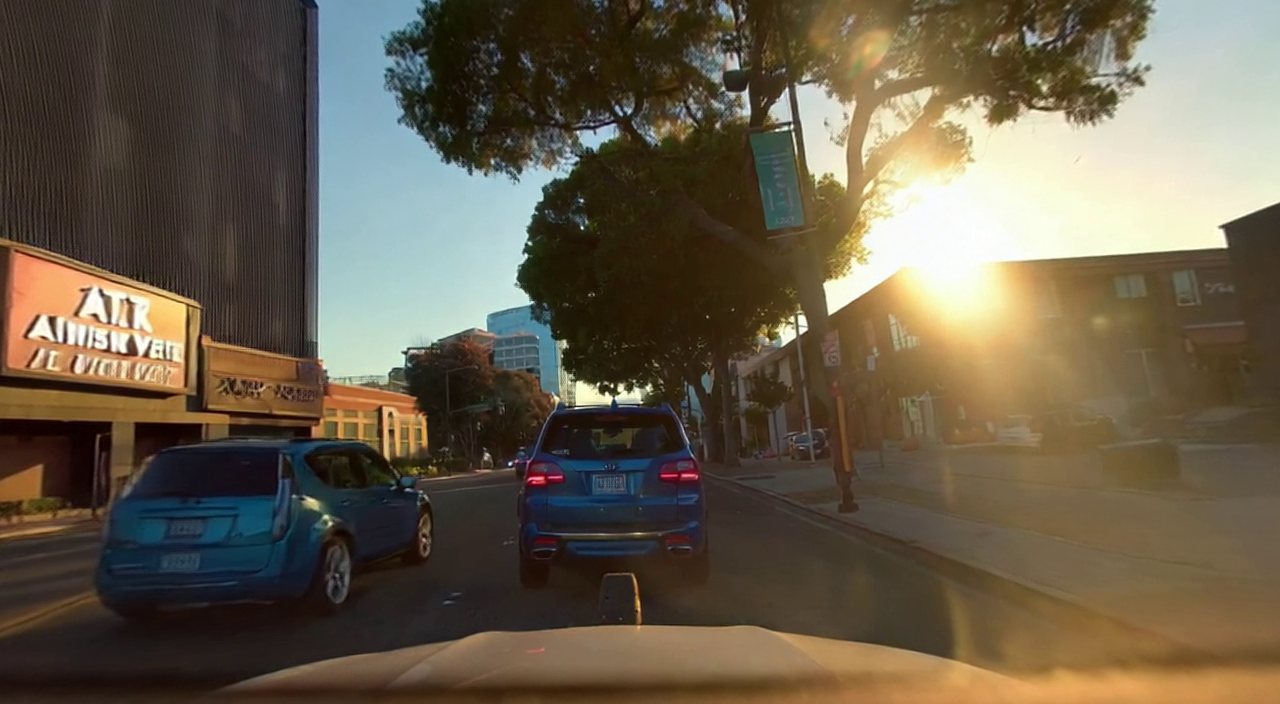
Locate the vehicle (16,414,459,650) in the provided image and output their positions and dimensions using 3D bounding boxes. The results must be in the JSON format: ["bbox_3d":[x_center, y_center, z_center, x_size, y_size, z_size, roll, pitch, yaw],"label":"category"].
[{"bbox_3d":[-3.552,1.623,6.855,1.971,1.658,4.428,0,-8,-2],"label":"vehicle"}]

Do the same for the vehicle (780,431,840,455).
[{"bbox_3d":[10.544,5.616,39.007,1.877,1.416,3.965,-8,-11,42],"label":"vehicle"}]

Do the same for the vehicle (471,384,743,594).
[{"bbox_3d":[-0.388,1.595,8.199,2.531,1.930,4.382,0,-8,-2],"label":"vehicle"}]
